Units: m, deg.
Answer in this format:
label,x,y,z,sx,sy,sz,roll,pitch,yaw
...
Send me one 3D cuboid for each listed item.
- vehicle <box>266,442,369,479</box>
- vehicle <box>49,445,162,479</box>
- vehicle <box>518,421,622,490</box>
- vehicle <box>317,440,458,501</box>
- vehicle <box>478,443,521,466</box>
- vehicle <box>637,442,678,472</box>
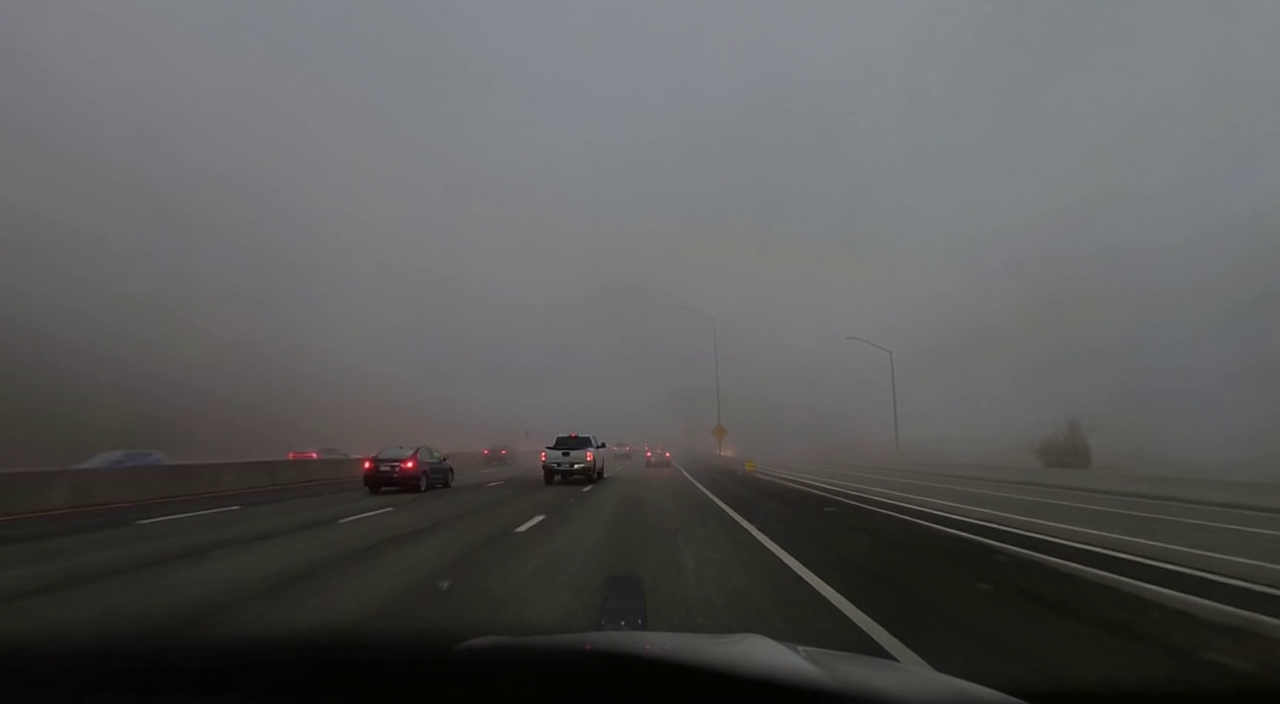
label,x,y,z,sx,sy,sz,roll,pitch,yaw
vehicle,-14.158,4.780,27.910,1.938,1.475,4.760,0,-8,2
vehicle,-24.258,4.995,28.689,1.716,1.424,3.862,0,-9,1
vehicle,-2.259,3.662,22.645,2.815,2.092,6.526,0,-8,2
vehicle,-6.853,3.234,17.658,1.964,1.481,4.425,-1,-8,2
vehicle,-9.817,7.171,44.172,1.915,1.472,4.502,-1,-8,2
vehicle,0.869,5.542,33.419,2.013,1.444,4.447,0,-8,0
